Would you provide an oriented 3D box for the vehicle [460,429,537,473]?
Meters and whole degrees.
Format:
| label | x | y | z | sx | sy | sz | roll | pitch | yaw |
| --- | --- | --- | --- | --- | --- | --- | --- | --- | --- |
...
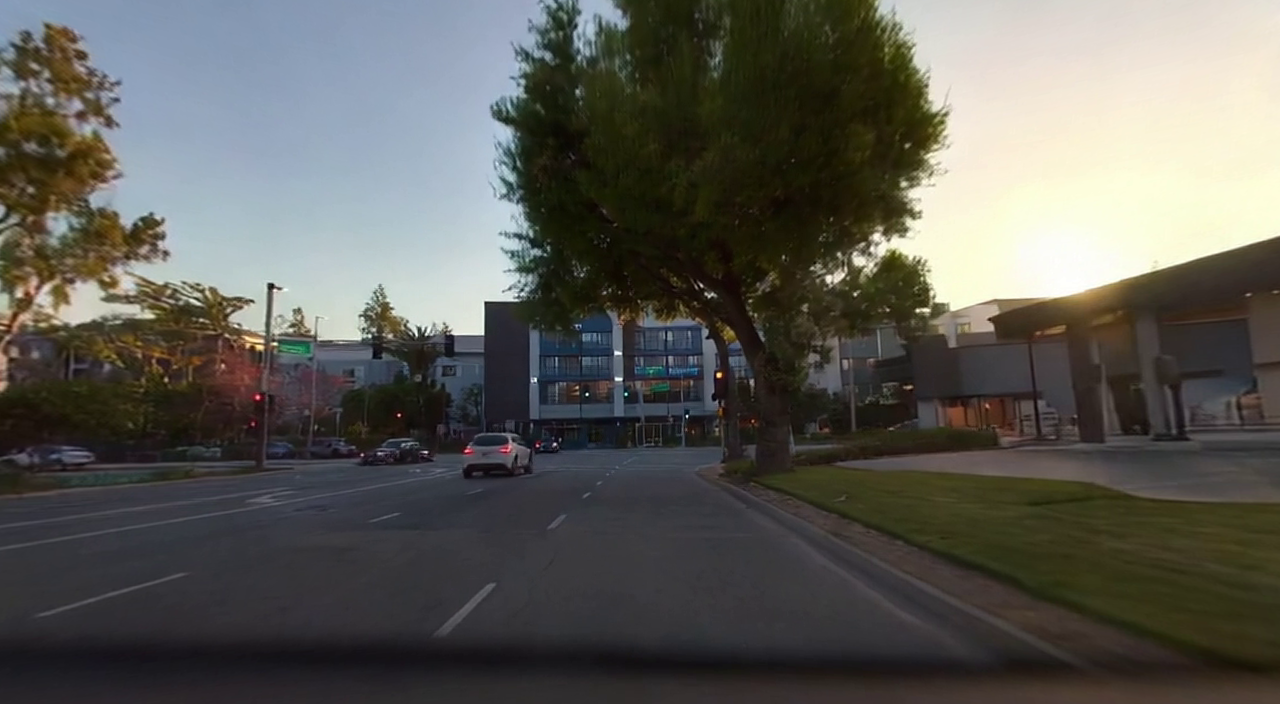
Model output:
| label | x | y | z | sx | sy | sz | roll | pitch | yaw |
| --- | --- | --- | --- | --- | --- | --- | --- | --- | --- |
| vehicle | -6.022 | 4.303 | 27.405 | 2.121 | 1.731 | 4.707 | 0 | -8 | 2 |

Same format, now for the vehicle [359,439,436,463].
| label | x | y | z | sx | sy | sz | roll | pitch | yaw |
| --- | --- | --- | --- | --- | --- | --- | --- | --- | --- |
| vehicle | -18.615 | 7.619 | 48.338 | 4.983 | 1.823 | 2.078 | 0 | -8 | 1 |

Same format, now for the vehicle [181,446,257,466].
| label | x | y | z | sx | sy | sz | roll | pitch | yaw |
| --- | --- | --- | --- | --- | --- | --- | --- | --- | --- |
| vehicle | -32.530 | 8.050 | 48.565 | 4.421 | 1.482 | 1.927 | 0 | -8 | 0 |

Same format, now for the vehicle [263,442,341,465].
| label | x | y | z | sx | sy | sz | roll | pitch | yaw |
| --- | --- | --- | --- | --- | --- | --- | --- | --- | --- |
| vehicle | -25.847 | 7.761 | 48.146 | 4.664 | 1.735 | 2.178 | 0 | -8 | 1 |
